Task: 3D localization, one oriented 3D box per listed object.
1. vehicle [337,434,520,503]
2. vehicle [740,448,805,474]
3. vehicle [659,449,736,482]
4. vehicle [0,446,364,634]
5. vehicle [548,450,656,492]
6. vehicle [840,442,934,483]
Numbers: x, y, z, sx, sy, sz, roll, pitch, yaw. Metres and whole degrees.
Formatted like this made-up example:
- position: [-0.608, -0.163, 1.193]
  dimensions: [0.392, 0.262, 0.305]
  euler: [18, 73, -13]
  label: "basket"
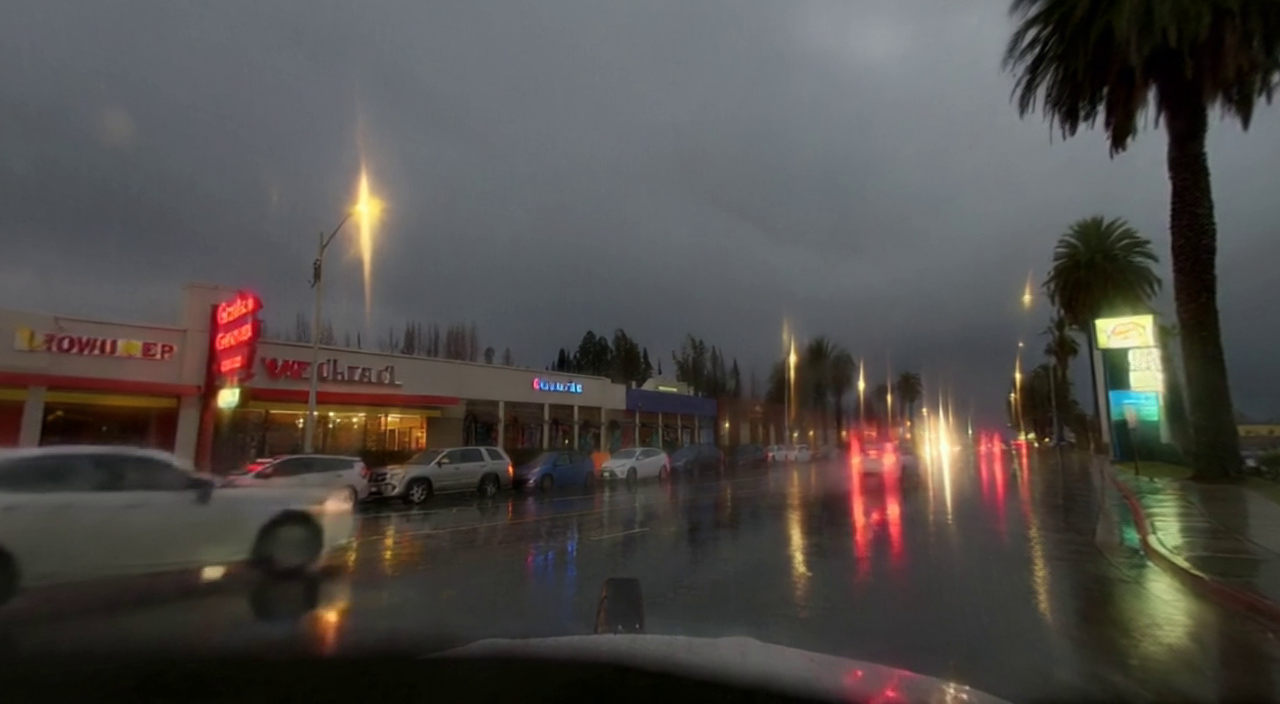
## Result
- position: [-6.167, 3.593, 18.990]
  dimensions: [1.989, 1.792, 4.884]
  euler: [-9, -15, 35]
  label: "vehicle"
- position: [8.056, 6.537, 38.051]
  dimensions: [1.981, 1.493, 4.721]
  euler: [-6, -11, 36]
  label: "vehicle"
- position: [2.876, 5.495, 30.843]
  dimensions: [1.776, 1.448, 4.137]
  euler: [-6, -11, 37]
  label: "vehicle"
- position: [-5.560, 1.637, 6.009]
  dimensions: [4.918, 1.461, 2.139]
  euler: [7, -11, -36]
  label: "vehicle"
- position: [-1.386, 4.648, 25.001]
  dimensions: [1.837, 1.468, 4.389]
  euler: [-6, -11, 37]
  label: "vehicle"
- position: [10.492, 4.577, 26.472]
  dimensions: [2.232, 1.513, 5.090]
  euler: [-6, -11, 37]
  label: "vehicle"
